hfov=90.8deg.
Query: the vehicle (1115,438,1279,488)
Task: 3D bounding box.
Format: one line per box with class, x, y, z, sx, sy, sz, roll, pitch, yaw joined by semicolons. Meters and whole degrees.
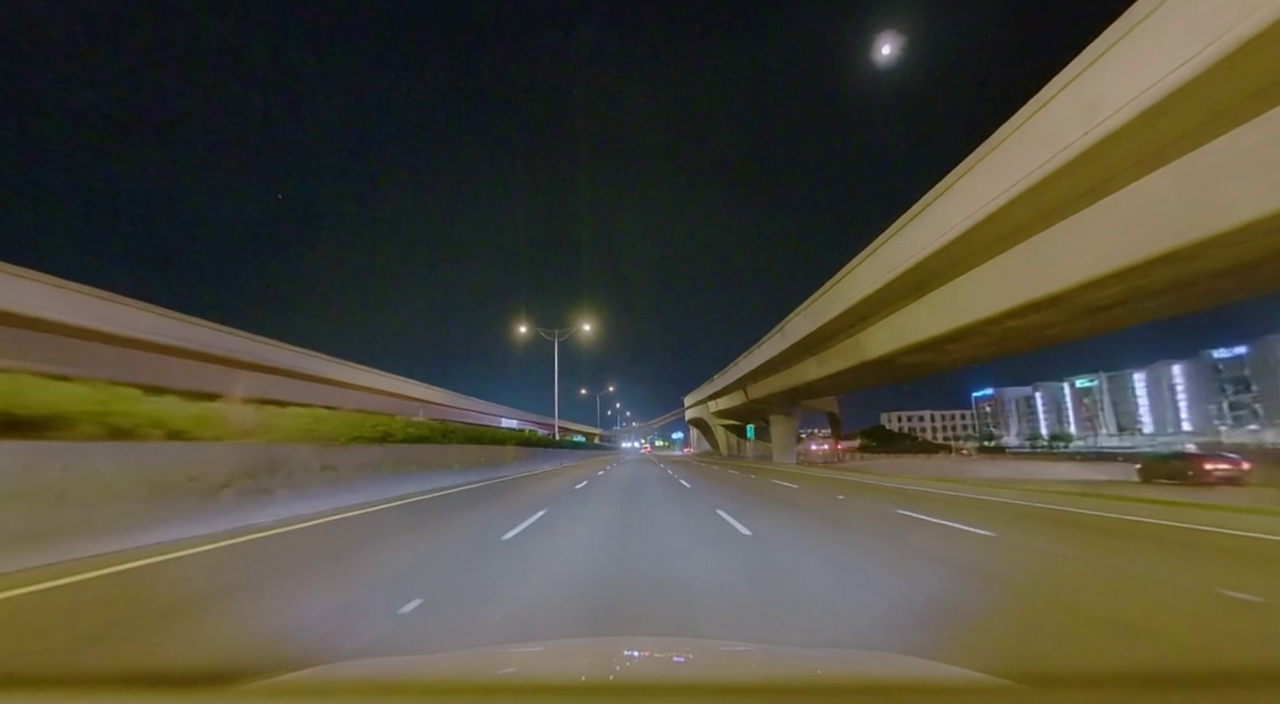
vehicle;18.543;3.613;20.912;2.059;1.457;4.537;0;-8;0
